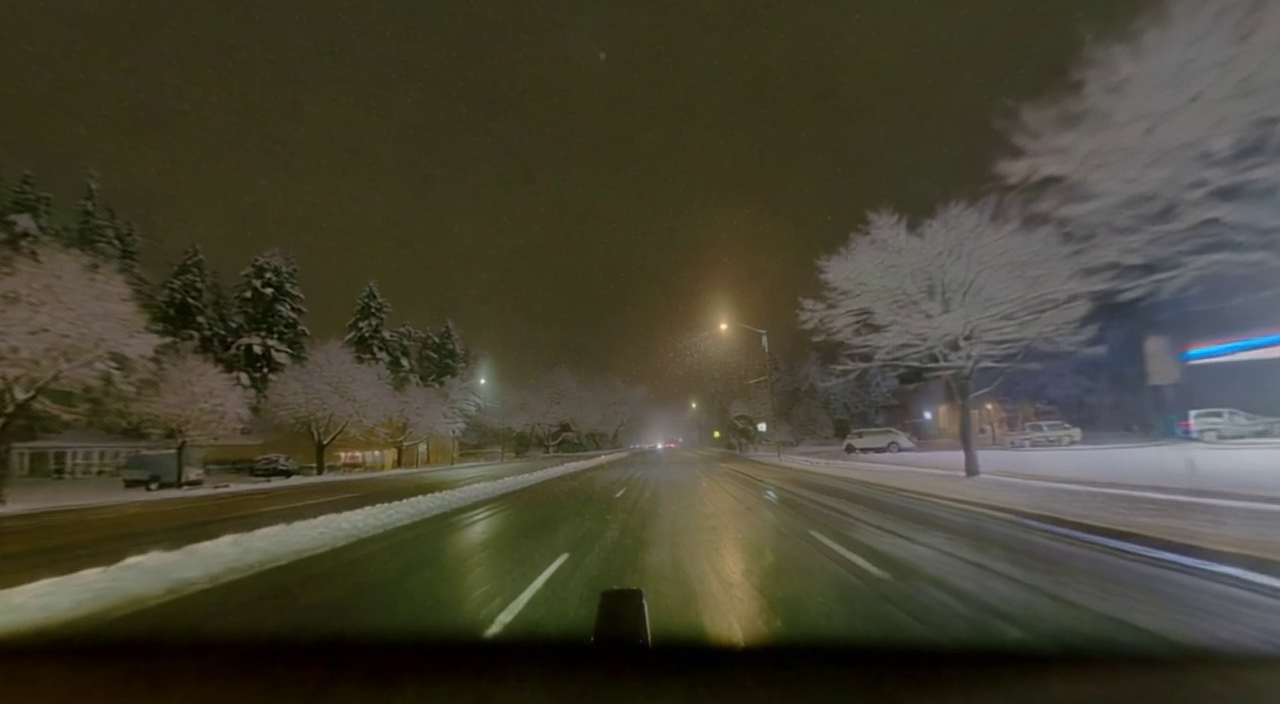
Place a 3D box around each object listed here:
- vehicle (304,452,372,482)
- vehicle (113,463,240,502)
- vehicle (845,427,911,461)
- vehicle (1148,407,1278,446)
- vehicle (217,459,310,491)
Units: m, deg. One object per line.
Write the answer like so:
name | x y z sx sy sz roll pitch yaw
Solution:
vehicle | -19.971 7.608 41.994 1.988 1.785 4.802 -1 -8 2
vehicle | -20.540 5.773 28.290 1.924 1.479 4.706 -1 -8 4
vehicle | 14.059 5.479 37.700 2.108 1.877 4.807 0 -8 1
vehicle | 32.309 4.311 35.950 2.367 2.056 5.466 -1 -8 3
vehicle | -20.234 6.626 34.231 1.787 1.471 4.709 -1 -8 5
